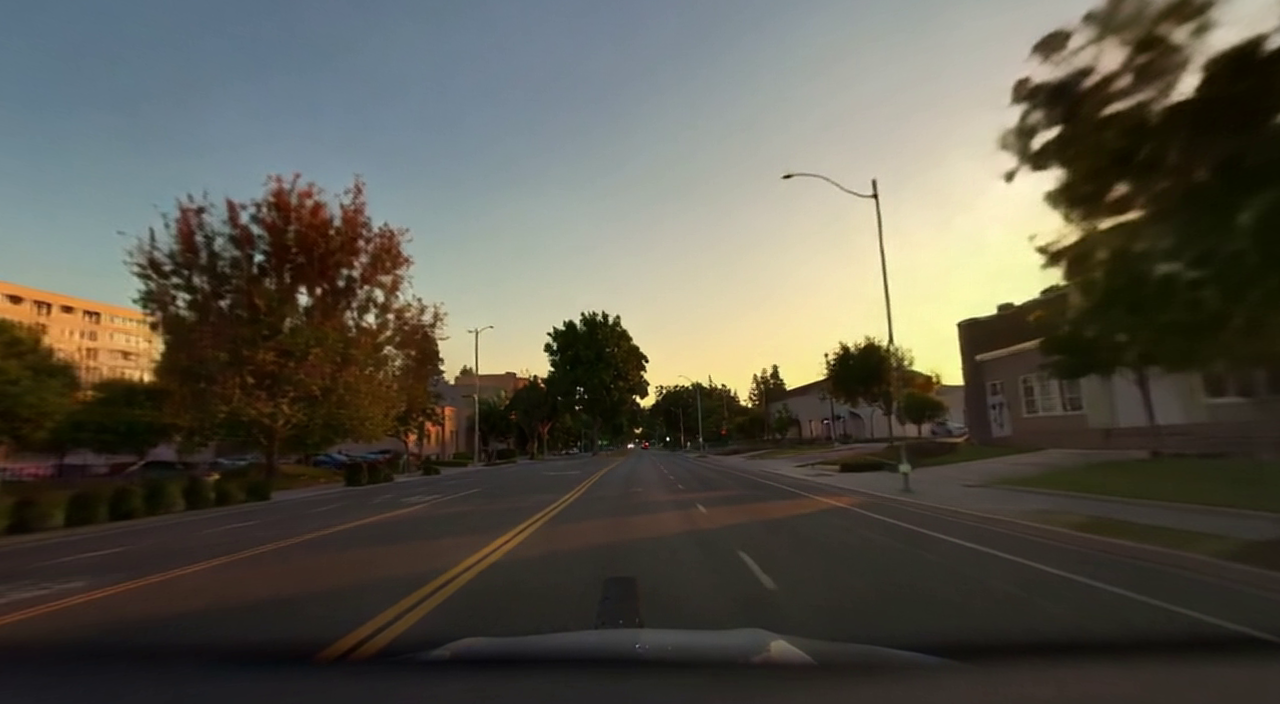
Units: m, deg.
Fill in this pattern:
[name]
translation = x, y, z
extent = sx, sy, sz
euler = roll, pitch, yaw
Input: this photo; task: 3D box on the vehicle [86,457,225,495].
[vehicle]
translation = -21.662, 5.501, 28.407
extent = 1.859, 1.461, 4.646
euler = -9, -12, 44
